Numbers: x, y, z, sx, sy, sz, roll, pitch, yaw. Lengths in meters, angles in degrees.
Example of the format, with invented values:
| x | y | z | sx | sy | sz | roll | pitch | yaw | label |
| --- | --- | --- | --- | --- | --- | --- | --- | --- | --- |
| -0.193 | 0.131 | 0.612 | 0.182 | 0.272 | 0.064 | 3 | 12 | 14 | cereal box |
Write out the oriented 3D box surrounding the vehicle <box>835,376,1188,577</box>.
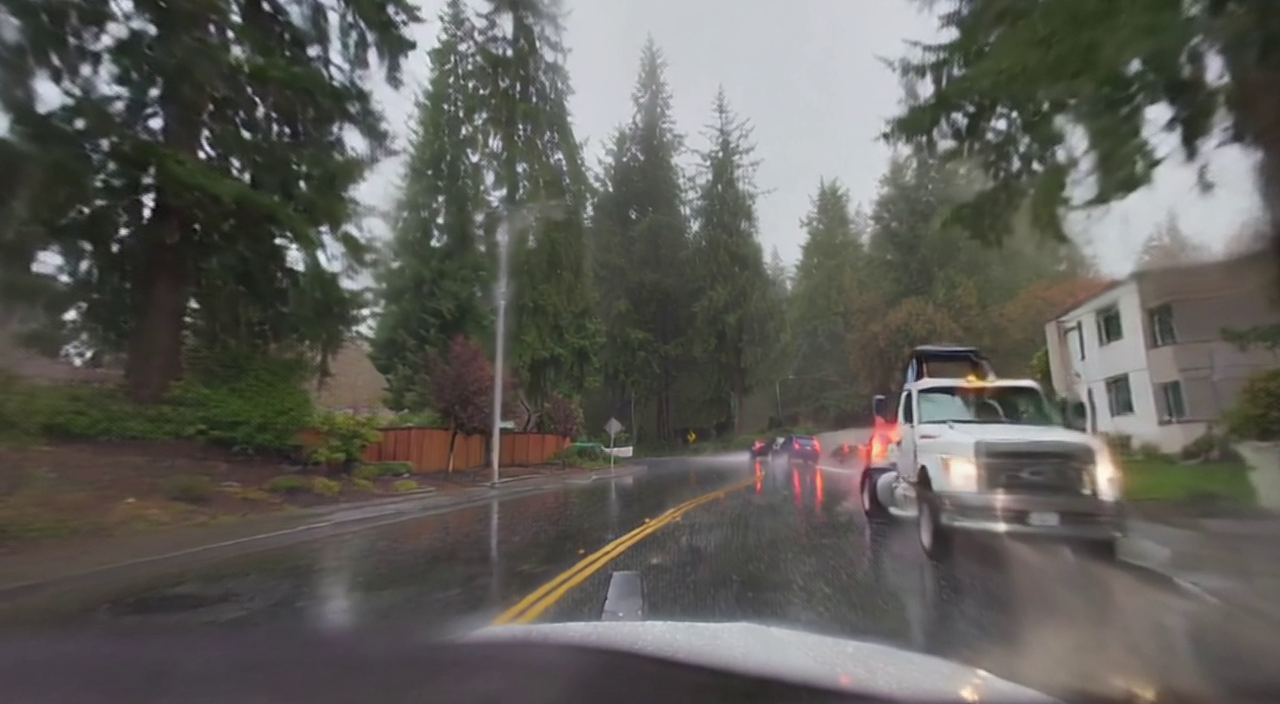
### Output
| x | y | z | sx | sy | sz | roll | pitch | yaw | label |
| --- | --- | --- | --- | --- | --- | --- | --- | --- | --- |
| 4.941 | 1.851 | 10.288 | 2.874 | 2.021 | 7.293 | -3 | -9 | 14 | vehicle |

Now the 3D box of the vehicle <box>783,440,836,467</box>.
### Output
| x | y | z | sx | sy | sz | roll | pitch | yaw | label |
| --- | --- | --- | --- | --- | --- | --- | --- | --- | --- |
| 11.582 | 6.975 | 43.439 | 1.967 | 1.698 | 4.649 | 1 | -9 | -5 | vehicle |
